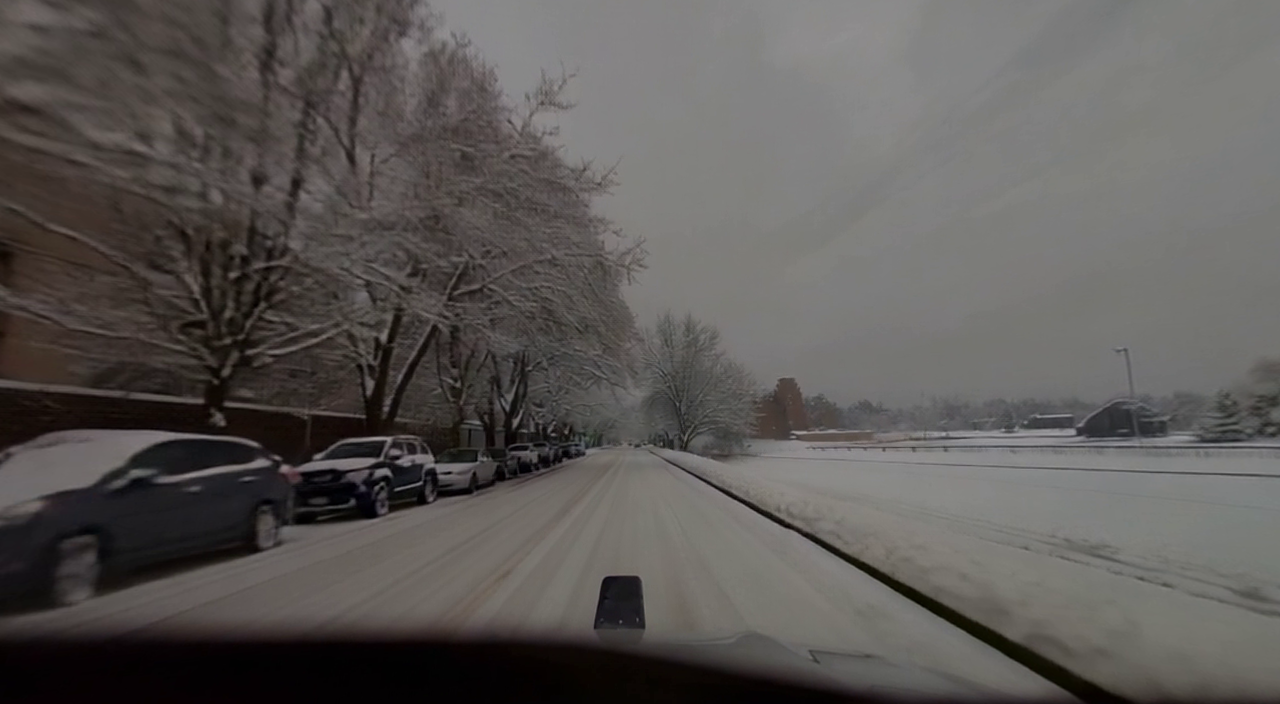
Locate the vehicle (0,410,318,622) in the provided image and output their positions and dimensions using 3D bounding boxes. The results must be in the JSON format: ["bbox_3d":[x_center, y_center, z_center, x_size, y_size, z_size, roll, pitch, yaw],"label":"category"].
[{"bbox_3d":[-6.357,1.748,7.985,2.009,1.820,4.821,1,-8,0],"label":"vehicle"}]

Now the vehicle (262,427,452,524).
[{"bbox_3d":[-6.256,2.741,14.844,1.976,1.805,5.123,1,-8,1],"label":"vehicle"}]

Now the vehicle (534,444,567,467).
[{"bbox_3d":[-6.644,7.708,47.425,1.952,1.514,4.630,1,-8,-2],"label":"vehicle"}]
